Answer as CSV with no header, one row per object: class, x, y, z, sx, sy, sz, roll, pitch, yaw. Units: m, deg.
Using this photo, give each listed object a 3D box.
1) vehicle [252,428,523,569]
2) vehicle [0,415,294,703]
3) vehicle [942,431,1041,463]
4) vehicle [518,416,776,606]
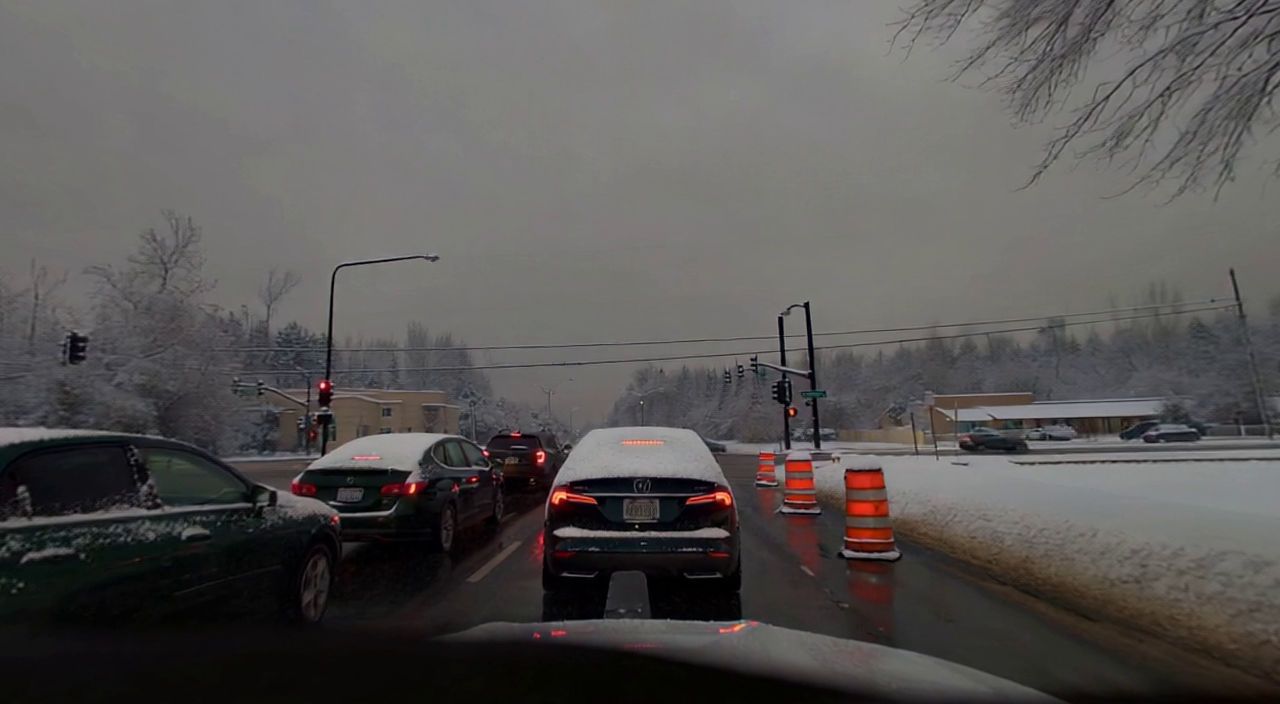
vehicle,-3.279,1.997,9.445,1.989,1.541,4.626,0,-9,2
vehicle,-3.592,0.946,2.145,2.064,1.497,4.722,0,-9,1
vehicle,22.701,6.152,40.807,5.082,1.907,2.115,0,-9,2
vehicle,0.100,1.620,7.209,2.167,1.560,3.676,0,-9,1
